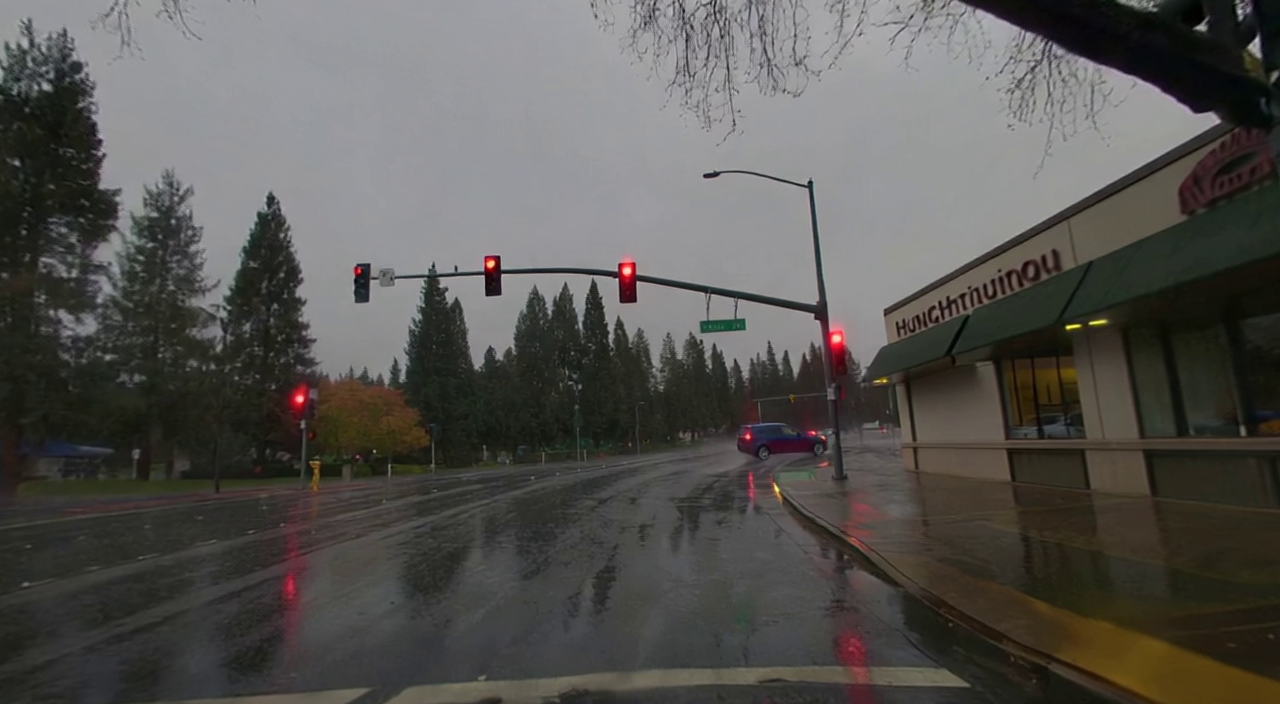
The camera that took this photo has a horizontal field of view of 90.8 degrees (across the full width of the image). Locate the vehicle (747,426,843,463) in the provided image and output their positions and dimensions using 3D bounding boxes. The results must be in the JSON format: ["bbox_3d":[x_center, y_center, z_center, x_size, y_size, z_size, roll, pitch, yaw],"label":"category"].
[{"bbox_3d":[8.425,4.975,34.009,5.519,1.842,2.100,7,-11,-40],"label":"vehicle"}]
